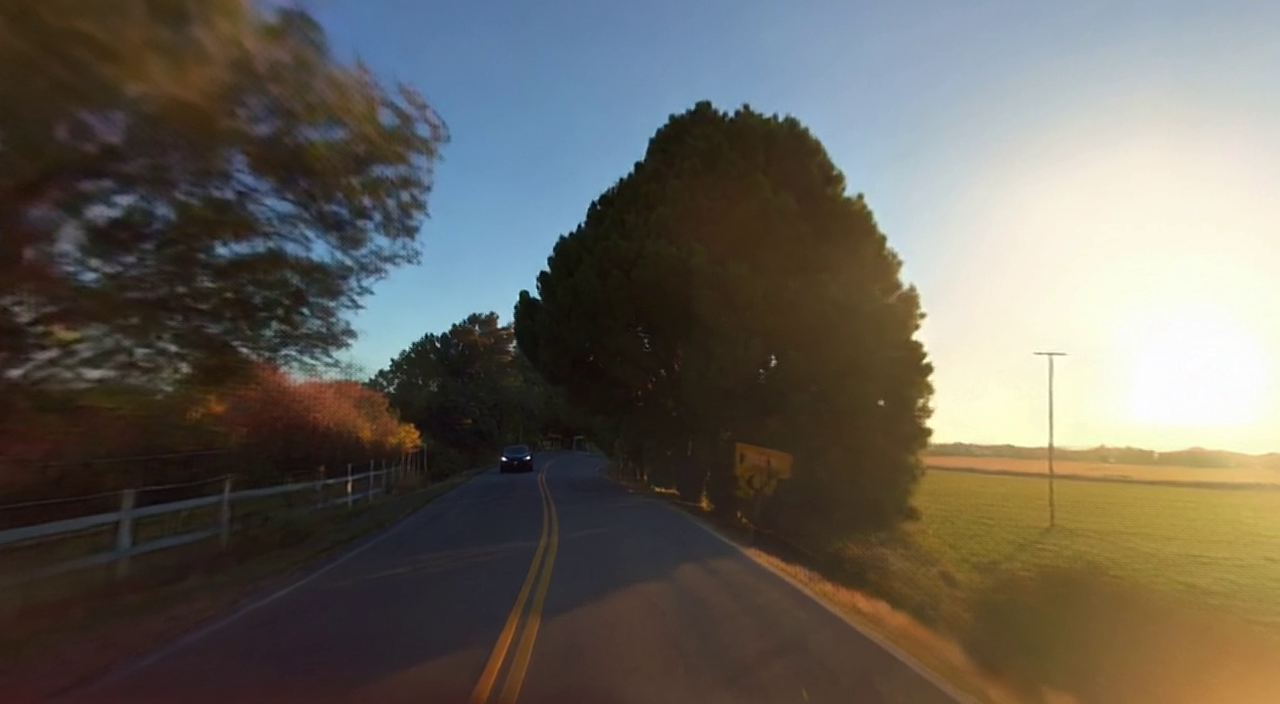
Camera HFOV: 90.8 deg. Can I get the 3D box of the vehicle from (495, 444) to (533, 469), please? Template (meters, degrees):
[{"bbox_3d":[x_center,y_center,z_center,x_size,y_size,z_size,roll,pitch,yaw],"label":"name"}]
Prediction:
[{"bbox_3d":[-8.137,6.776,41.153,1.987,1.521,3.649,0,-9,-5],"label":"vehicle"}]
